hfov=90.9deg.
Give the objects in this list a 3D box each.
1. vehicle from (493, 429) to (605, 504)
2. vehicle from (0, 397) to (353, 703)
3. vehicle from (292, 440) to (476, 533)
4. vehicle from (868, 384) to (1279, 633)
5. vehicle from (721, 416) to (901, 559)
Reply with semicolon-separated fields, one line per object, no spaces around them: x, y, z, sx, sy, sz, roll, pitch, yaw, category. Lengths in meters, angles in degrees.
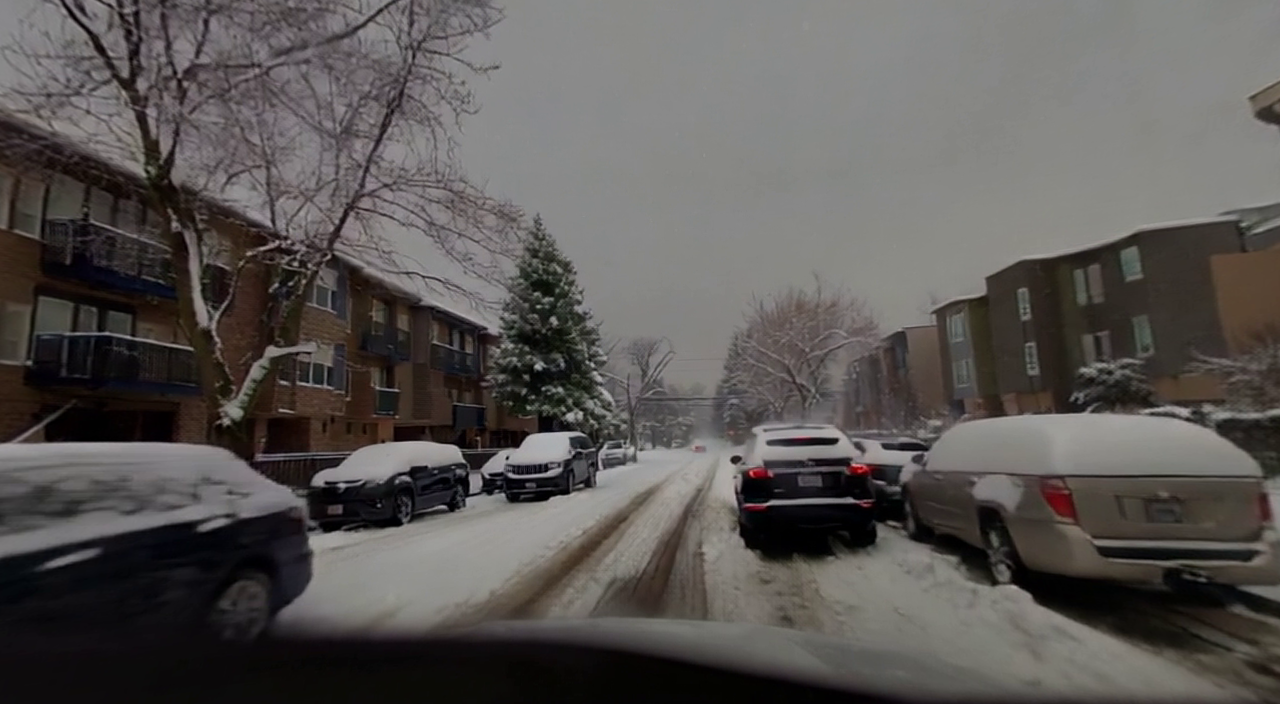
-2.664;3.542;19.971;2.197;2.047;4.985;-1;-9;8;vehicle
-3.712;1.130;3.248;2.018;1.691;3.995;-2;-9;11;vehicle
-5.637;2.980;14.685;2.002;1.774;4.568;-1;-9;6;vehicle
4.479;1.524;7.276;2.082;1.799;5.207;-1;-8;4;vehicle
2.403;2.035;10.339;2.055;1.717;5.172;-1;-9;7;vehicle
